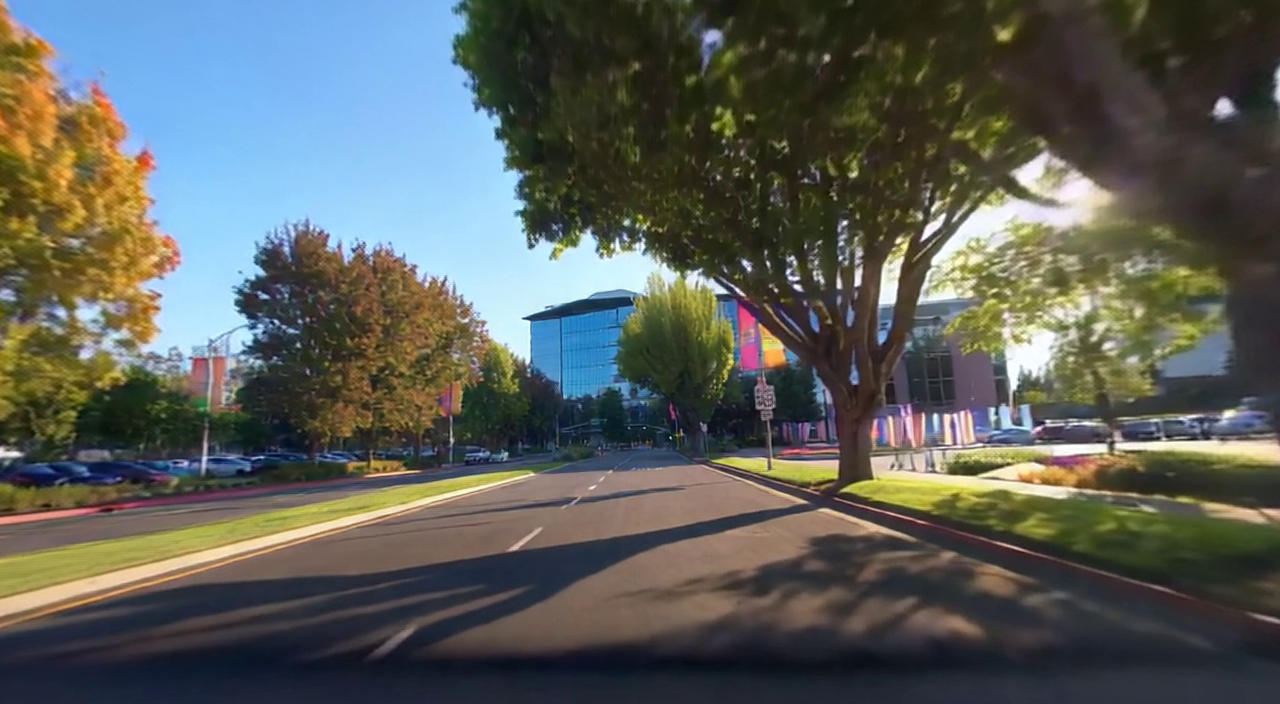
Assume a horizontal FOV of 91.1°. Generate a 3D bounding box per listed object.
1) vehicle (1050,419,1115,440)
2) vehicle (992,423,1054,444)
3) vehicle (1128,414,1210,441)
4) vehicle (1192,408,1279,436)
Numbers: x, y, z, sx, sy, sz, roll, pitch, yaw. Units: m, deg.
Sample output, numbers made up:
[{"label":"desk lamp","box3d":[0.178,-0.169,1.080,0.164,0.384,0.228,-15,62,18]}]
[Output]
[{"label":"vehicle","box3d":[33.618,5.908,47.794,1.917,1.469,4.195,0,-9,1]},{"label":"vehicle","box3d":[28.289,6.079,46.495,1.895,1.503,4.234,1,-8,0]},{"label":"vehicle","box3d":[33.846,4.887,40.305,1.866,1.550,3.927,-1,-8,2]},{"label":"vehicle","box3d":[39.205,4.650,41.264,1.945,1.690,4.317,-1,-8,1]}]
